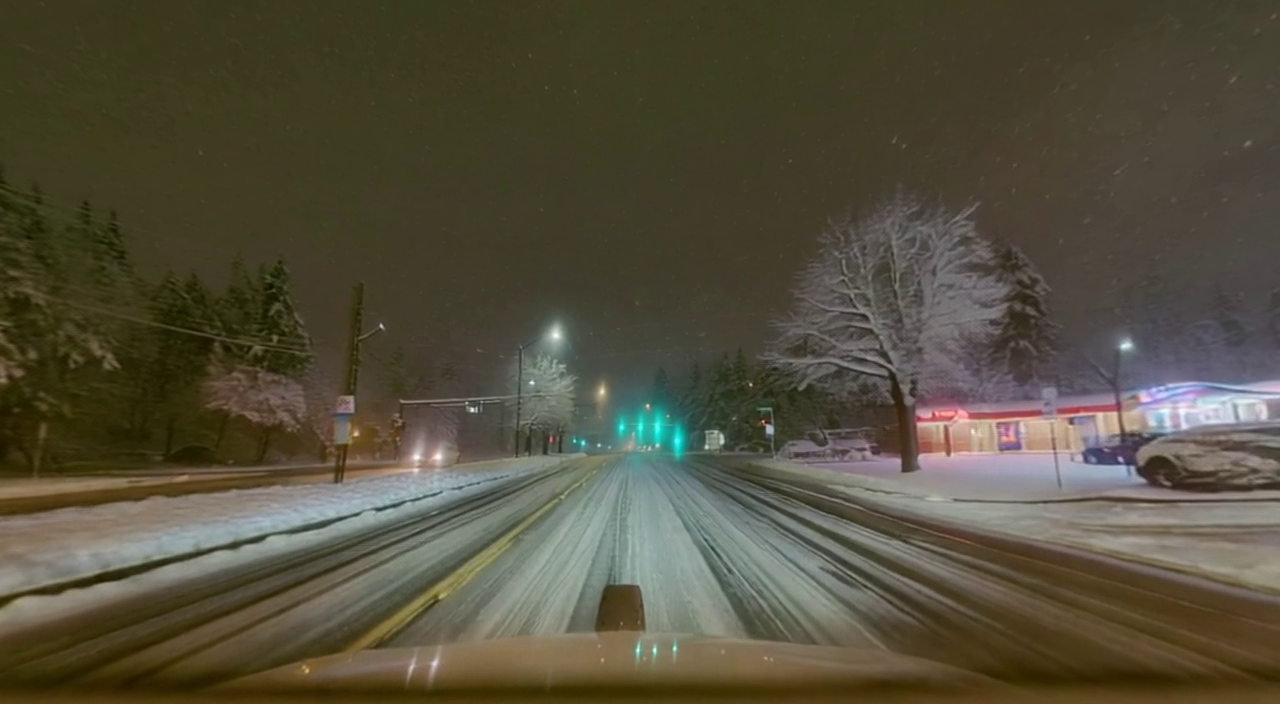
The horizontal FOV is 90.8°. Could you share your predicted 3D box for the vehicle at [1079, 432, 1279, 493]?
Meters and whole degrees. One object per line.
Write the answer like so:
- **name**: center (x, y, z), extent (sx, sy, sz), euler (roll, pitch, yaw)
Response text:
- **vehicle**: center (14.905, 3.052, 17.774), extent (1.920, 1.471, 4.516), euler (0, -8, 1)
